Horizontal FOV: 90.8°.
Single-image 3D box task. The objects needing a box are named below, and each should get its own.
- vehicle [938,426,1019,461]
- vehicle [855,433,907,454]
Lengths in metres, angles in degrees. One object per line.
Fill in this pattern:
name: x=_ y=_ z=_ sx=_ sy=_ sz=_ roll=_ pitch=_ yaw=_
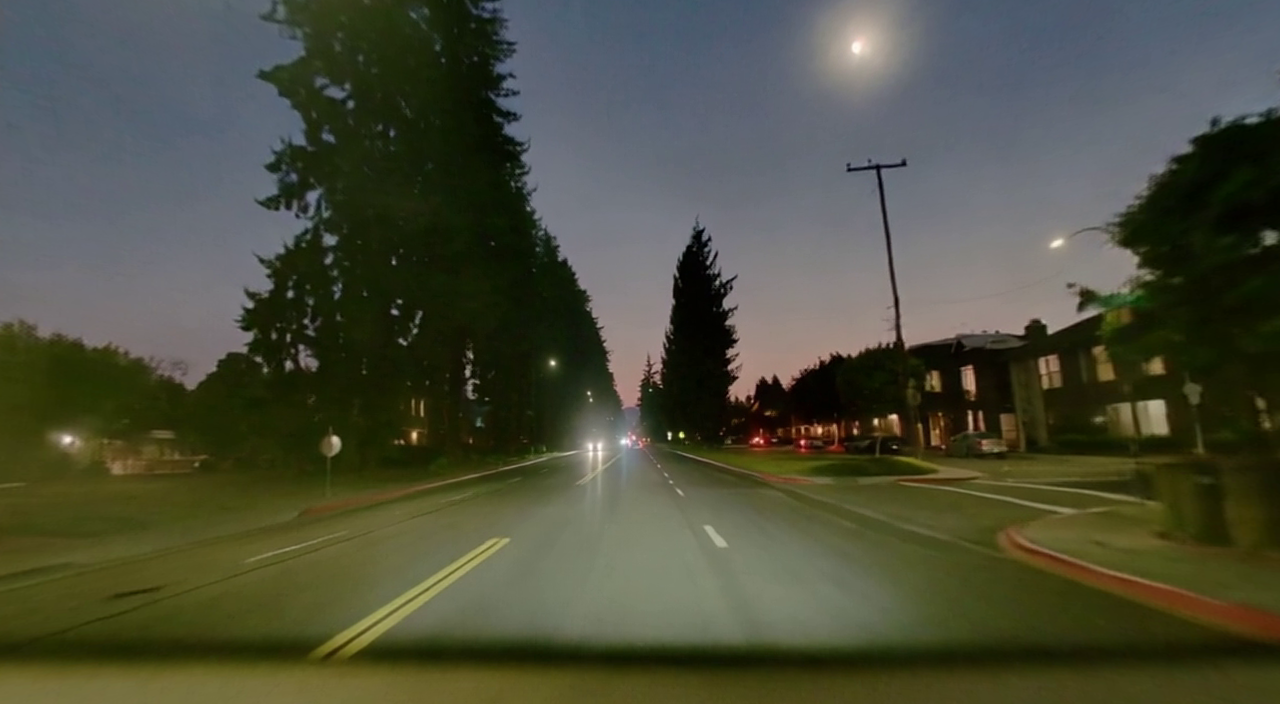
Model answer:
vehicle: x=18.224 y=4.977 z=34.288 sx=1.936 sy=1.722 sz=4.562 roll=0 pitch=-9 yaw=1
vehicle: x=17.780 y=6.784 z=46.883 sx=1.813 sy=1.464 sz=4.925 roll=0 pitch=-9 yaw=-2
